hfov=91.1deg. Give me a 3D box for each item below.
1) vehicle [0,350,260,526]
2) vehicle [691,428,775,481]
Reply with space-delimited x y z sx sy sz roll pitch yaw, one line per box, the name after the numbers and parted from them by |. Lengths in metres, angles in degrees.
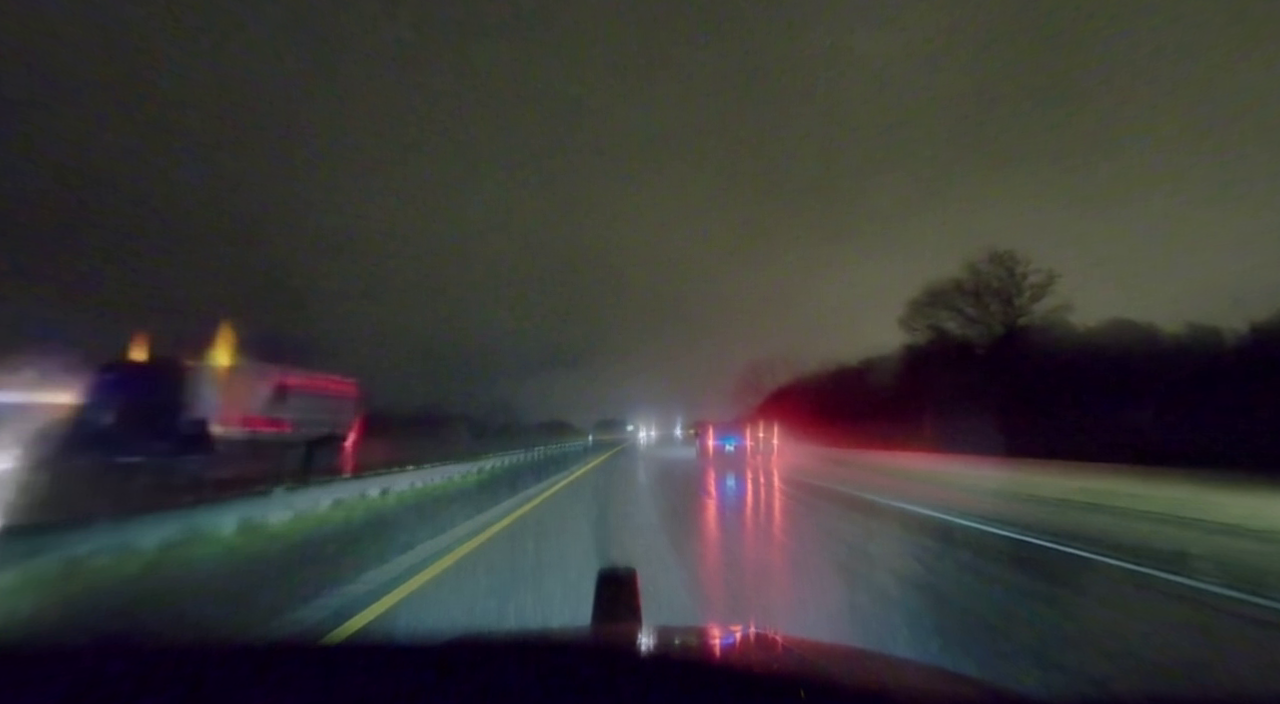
-12.097 1.909 14.092 2.724 2.955 6.969 0 -8 0 | vehicle
2.967 3.375 21.125 2.084 1.583 4.420 0 -8 -1 | vehicle
